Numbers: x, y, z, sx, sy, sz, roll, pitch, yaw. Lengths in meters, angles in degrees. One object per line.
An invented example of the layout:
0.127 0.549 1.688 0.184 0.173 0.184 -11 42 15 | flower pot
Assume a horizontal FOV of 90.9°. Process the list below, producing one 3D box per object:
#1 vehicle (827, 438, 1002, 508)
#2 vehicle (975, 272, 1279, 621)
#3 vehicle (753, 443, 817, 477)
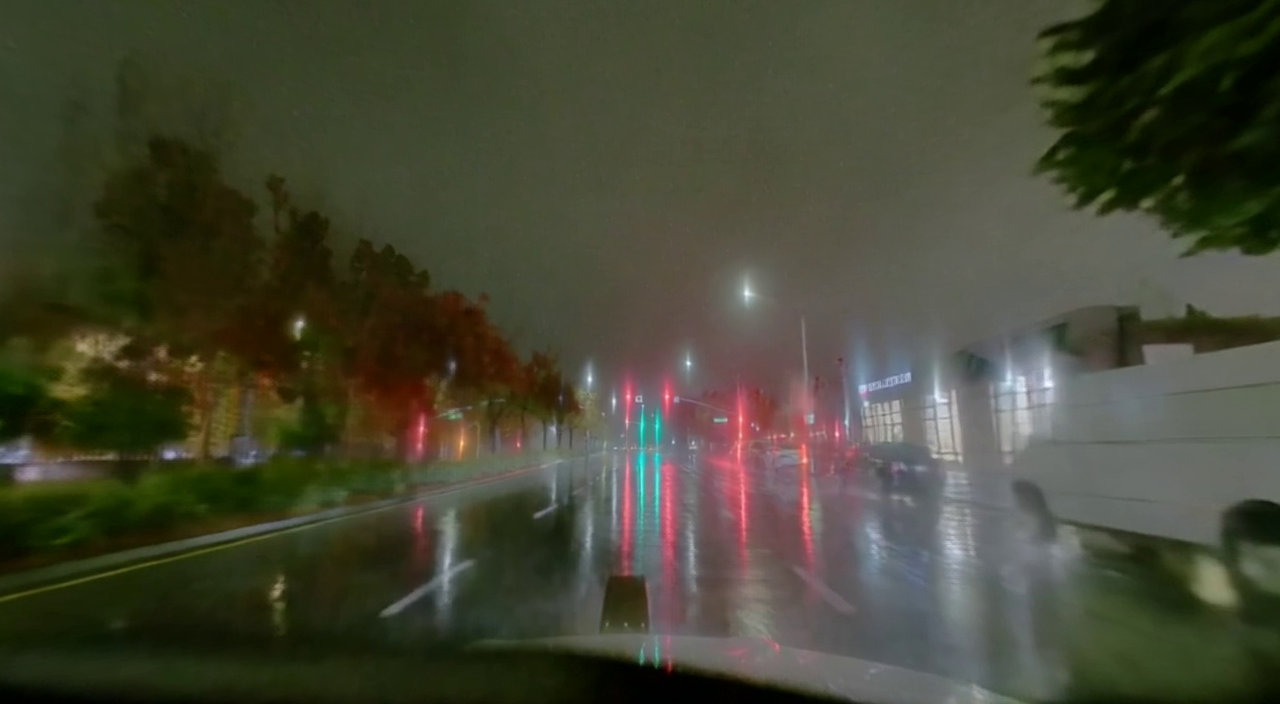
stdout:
6.616 2.959 16.006 2.109 1.477 4.963 0 -8 -1 | vehicle
6.241 0.891 5.982 2.762 2.607 6.182 0 -8 1 | vehicle
6.716 5.034 29.669 1.847 1.472 4.846 0 -8 0 | vehicle
